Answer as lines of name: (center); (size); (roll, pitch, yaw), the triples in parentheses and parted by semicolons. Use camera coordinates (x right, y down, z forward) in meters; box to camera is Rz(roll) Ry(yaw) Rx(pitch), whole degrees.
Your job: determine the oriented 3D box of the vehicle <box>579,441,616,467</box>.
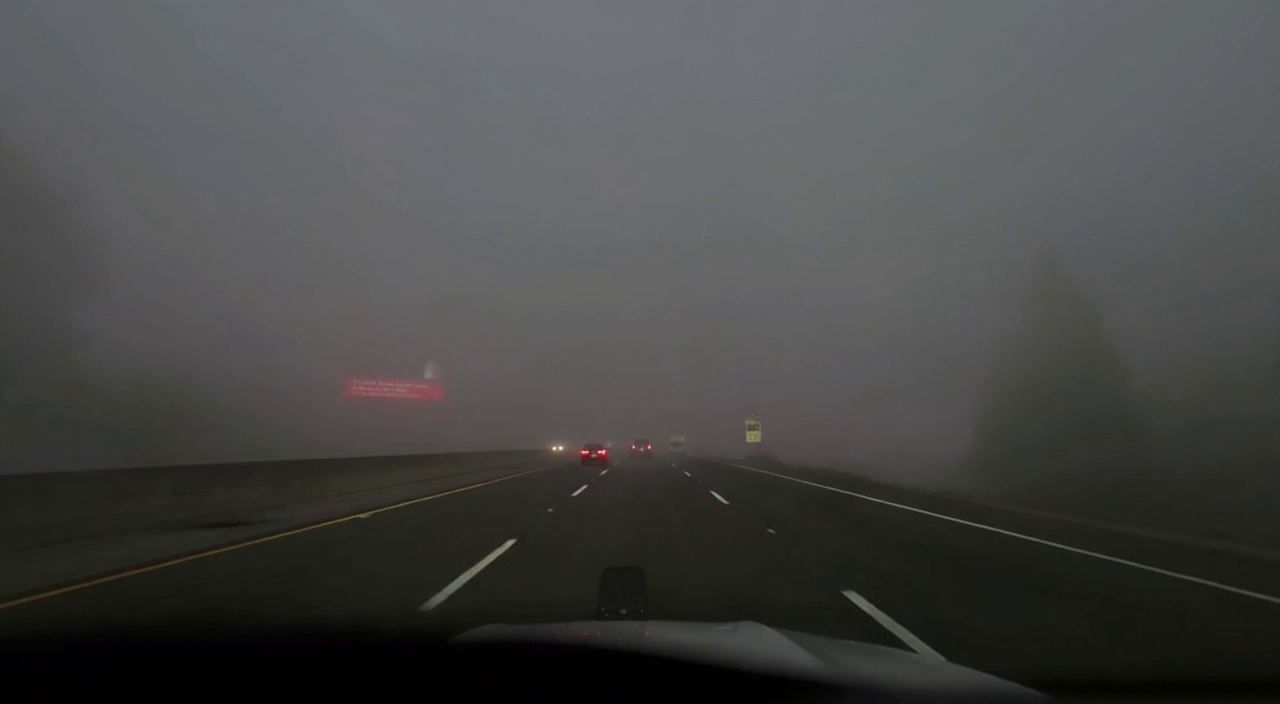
vehicle: (-2.969, 7.208, 44.714); (2.319, 1.738, 4.355); (0, -8, 0)
